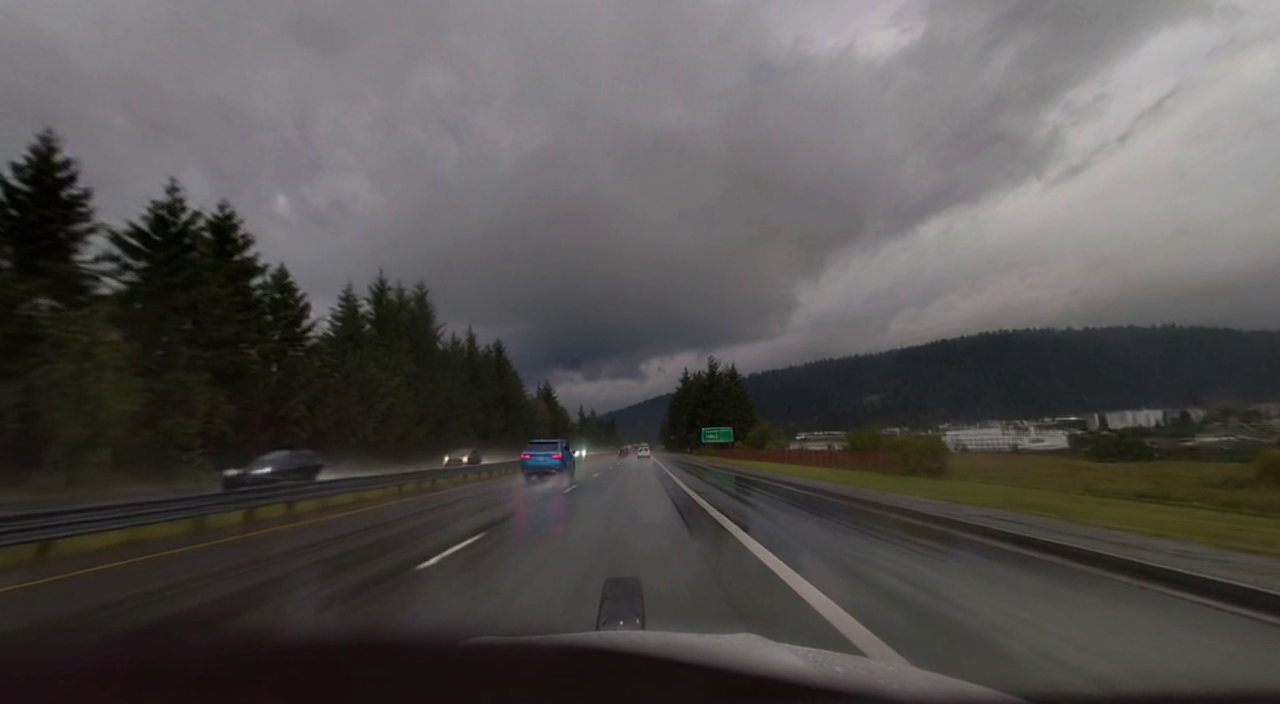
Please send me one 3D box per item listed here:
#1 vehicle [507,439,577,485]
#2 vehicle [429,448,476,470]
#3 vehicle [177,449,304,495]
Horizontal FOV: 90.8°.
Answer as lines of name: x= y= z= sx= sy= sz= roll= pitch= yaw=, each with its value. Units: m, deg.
vehicle: x=-3.942 y=4.505 z=26.197 sx=2.110 sy=1.727 sz=4.607 roll=0 pitch=-9 yaw=1
vehicle: x=-13.057 y=7.476 z=44.276 sx=1.954 sy=1.462 sz=4.239 roll=0 pitch=-9 yaw=1
vehicle: x=-13.531 y=4.063 z=21.690 sx=1.828 sy=1.414 sz=3.803 roll=0 pitch=-9 yaw=1
